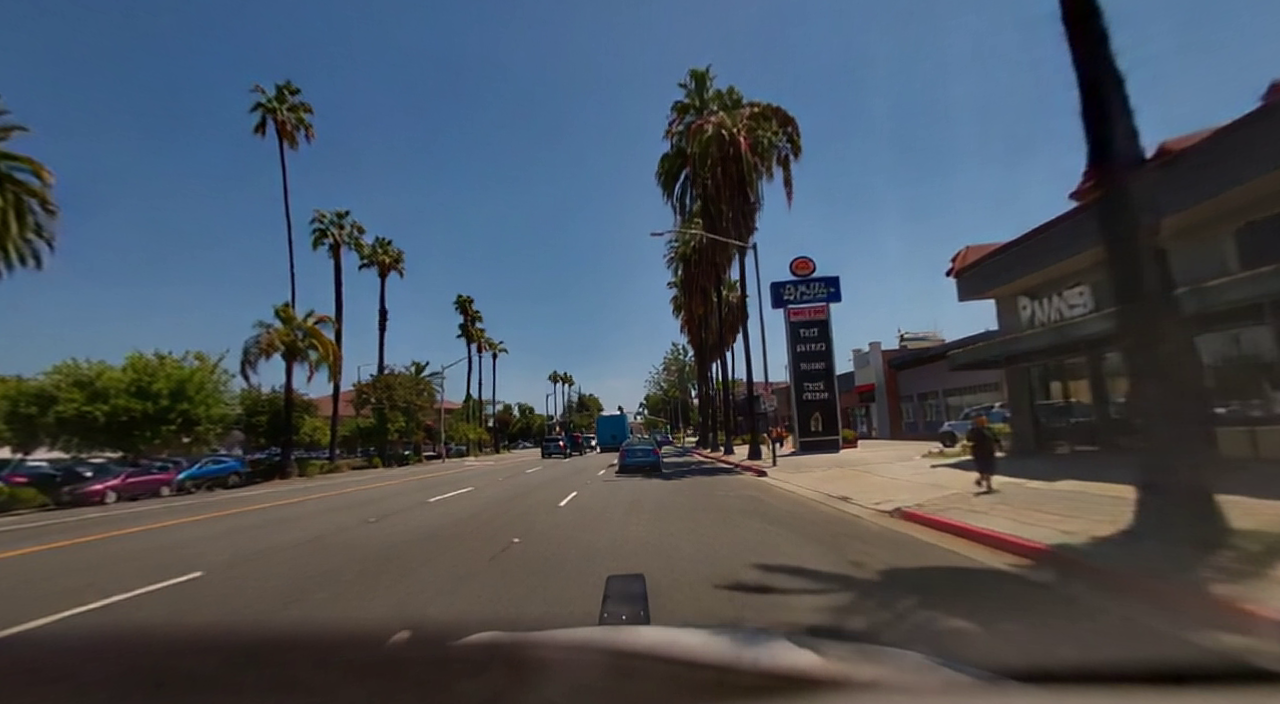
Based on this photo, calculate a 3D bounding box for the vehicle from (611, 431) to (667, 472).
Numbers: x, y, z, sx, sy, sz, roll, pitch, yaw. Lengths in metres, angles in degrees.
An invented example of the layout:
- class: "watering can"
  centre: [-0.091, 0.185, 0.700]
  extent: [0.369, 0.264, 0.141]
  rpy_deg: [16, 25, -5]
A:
- class: "vehicle"
  centre: [-0.018, 4.088, 25.974]
  extent: [2.144, 1.514, 4.063]
  rpy_deg: [-1, -8, 1]

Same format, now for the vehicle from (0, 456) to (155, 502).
- class: "vehicle"
  centre: [-21.511, 4.777, 23.802]
  extent: [4.440, 1.498, 2.001]
  rpy_deg: [2, -9, -20]

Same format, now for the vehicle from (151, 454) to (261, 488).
- class: "vehicle"
  centre: [-21.750, 5.962, 31.727]
  extent: [4.320, 1.496, 2.046]
  rpy_deg: [4, -10, -29]
